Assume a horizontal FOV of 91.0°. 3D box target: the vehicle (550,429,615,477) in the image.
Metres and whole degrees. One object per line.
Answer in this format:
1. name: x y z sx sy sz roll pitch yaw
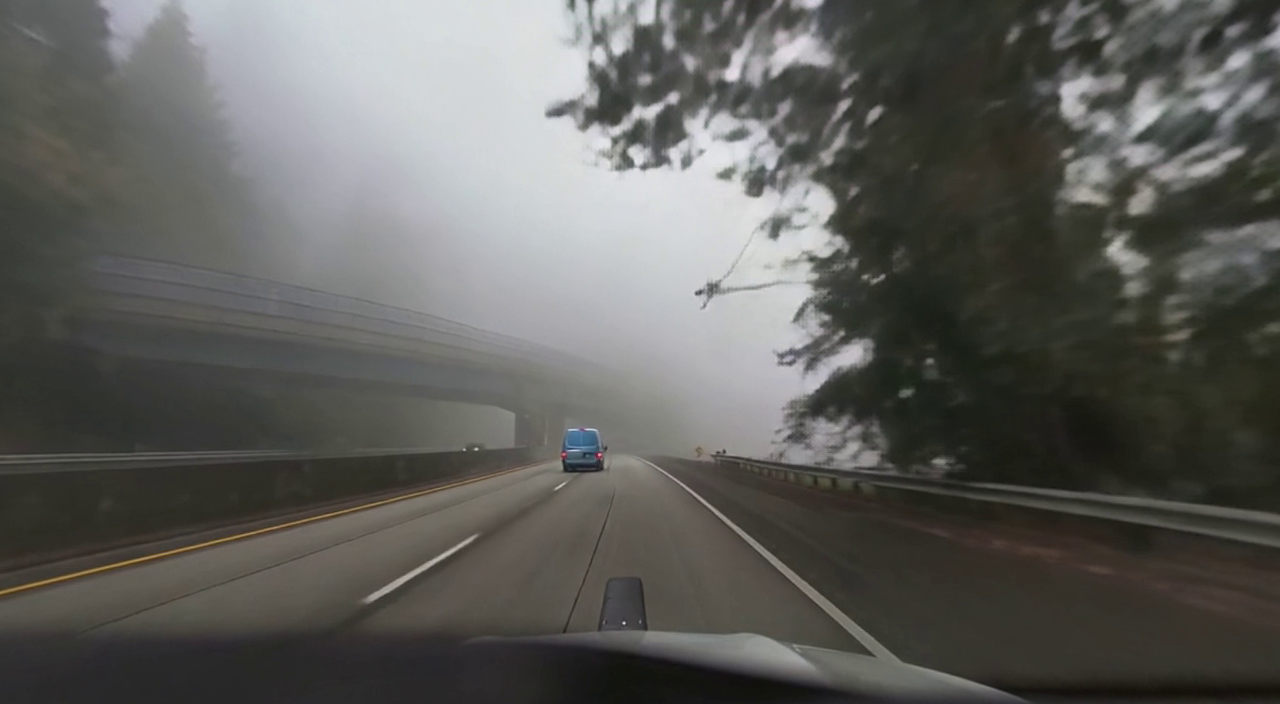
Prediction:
1. vehicle: -2.388 4.403 27.591 2.372 1.891 5.061 0 -8 0
